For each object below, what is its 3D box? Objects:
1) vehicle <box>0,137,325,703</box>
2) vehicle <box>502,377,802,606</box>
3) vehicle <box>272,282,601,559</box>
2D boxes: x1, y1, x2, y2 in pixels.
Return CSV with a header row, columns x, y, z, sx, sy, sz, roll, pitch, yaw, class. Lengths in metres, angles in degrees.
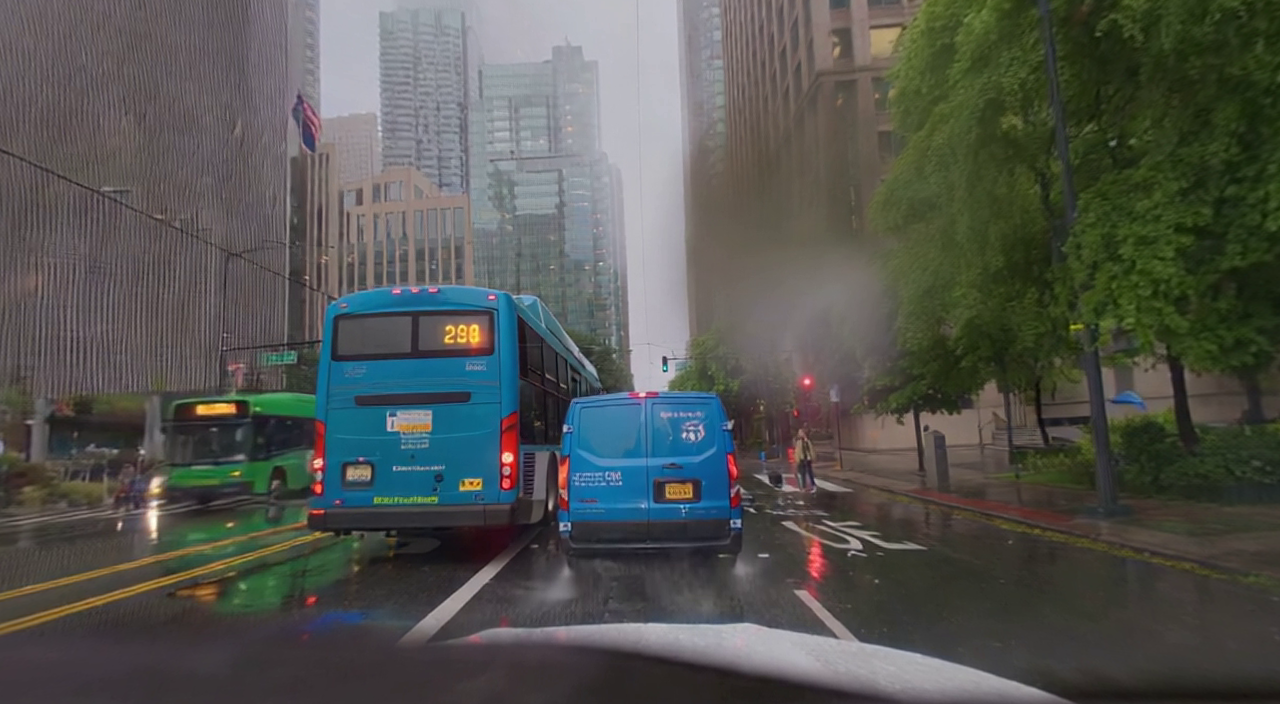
x,y,z,sx,sy,sz,roll,pitch,yaw,class
-2.745,0.323,0.201,2.329,2.089,5.659,0,-9,0,vehicle
0.131,1.501,7.518,2.500,1.912,4.270,0,-9,1,vehicle
-2.898,1.843,14.639,3.042,3.445,13.615,0,-9,0,vehicle
